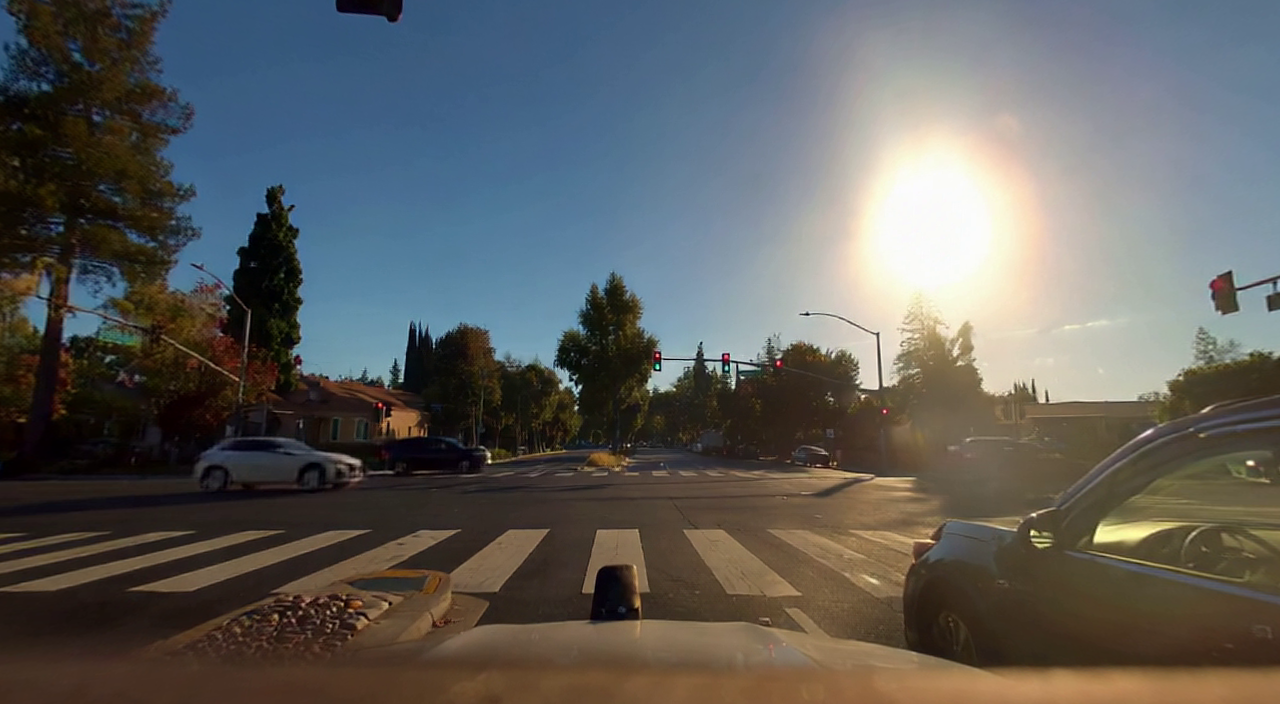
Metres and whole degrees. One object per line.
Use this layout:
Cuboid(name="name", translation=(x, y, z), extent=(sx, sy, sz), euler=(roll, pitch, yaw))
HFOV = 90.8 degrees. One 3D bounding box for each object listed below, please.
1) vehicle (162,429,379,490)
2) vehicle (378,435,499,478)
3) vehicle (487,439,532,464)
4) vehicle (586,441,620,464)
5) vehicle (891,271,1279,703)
Cuboid(name="vehicle", translation=(-11.286, 3.307, 19.592), extent=(5.403, 1.759, 2.040), euler=(0, -9, 0))
Cuboid(name="vehicle", translation=(-8.450, 4.345, 26.473), extent=(4.532, 1.633, 2.130), euler=(4, -9, -24))
Cuboid(name="vehicle", translation=(-8.935, 6.871, 43.686), extent=(2.028, 1.654, 5.027), euler=(0, -9, 1))
Cuboid(name="vehicle", translation=(-2.412, 6.712, 42.276), extent=(2.046, 1.491, 4.118), euler=(0, -9, 0))
Cuboid(name="vehicle", translation=(2.723, 0.710, 1.729), extent=(2.085, 1.800, 4.908), euler=(0, -9, 1))
